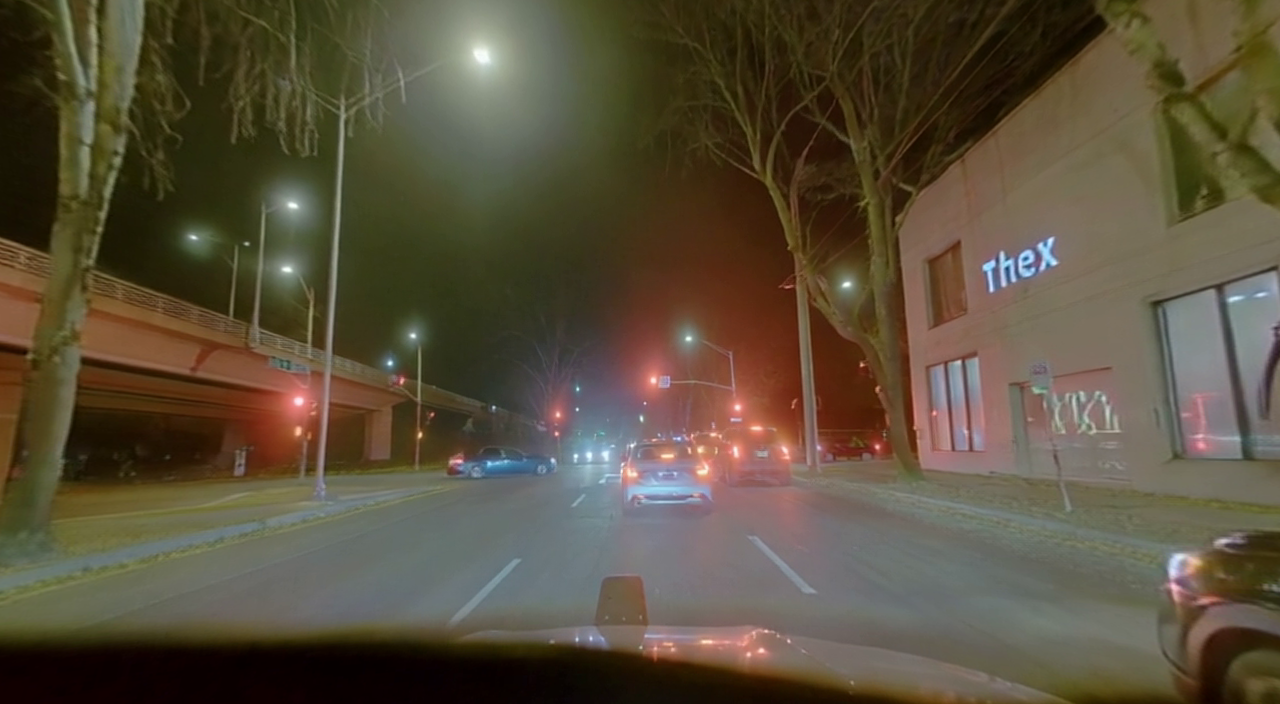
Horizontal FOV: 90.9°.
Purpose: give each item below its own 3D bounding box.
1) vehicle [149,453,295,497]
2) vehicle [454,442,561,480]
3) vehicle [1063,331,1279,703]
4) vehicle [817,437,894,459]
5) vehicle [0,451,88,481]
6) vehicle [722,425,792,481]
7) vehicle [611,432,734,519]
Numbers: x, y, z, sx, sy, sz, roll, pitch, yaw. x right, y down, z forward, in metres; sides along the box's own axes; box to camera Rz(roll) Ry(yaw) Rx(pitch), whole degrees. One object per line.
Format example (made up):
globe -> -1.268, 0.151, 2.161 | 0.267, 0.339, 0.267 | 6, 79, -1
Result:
vehicle -> -16.234, 4.736, 24.726 | 1.873, 1.462, 4.283 | -6, -10, 32
vehicle -> -6.097, 5.011, 29.324 | 4.546, 1.611, 1.832 | 8, -11, -43
vehicle -> 3.469, 0.652, 1.326 | 2.062, 1.781, 4.488 | 0, -8, 1
vehicle -> 14.536, 6.473, 42.679 | 4.498, 1.439, 1.842 | 0, -9, -1
vehicle -> -35.186, 6.574, 36.498 | 4.474, 1.673, 2.010 | 0, -8, 1
vehicle -> 4.496, 3.960, 24.932 | 2.080, 1.999, 4.379 | -1, -8, 2
vehicle -> 0.572, 2.429, 12.917 | 2.101, 1.467, 4.210 | 0, -8, 1
